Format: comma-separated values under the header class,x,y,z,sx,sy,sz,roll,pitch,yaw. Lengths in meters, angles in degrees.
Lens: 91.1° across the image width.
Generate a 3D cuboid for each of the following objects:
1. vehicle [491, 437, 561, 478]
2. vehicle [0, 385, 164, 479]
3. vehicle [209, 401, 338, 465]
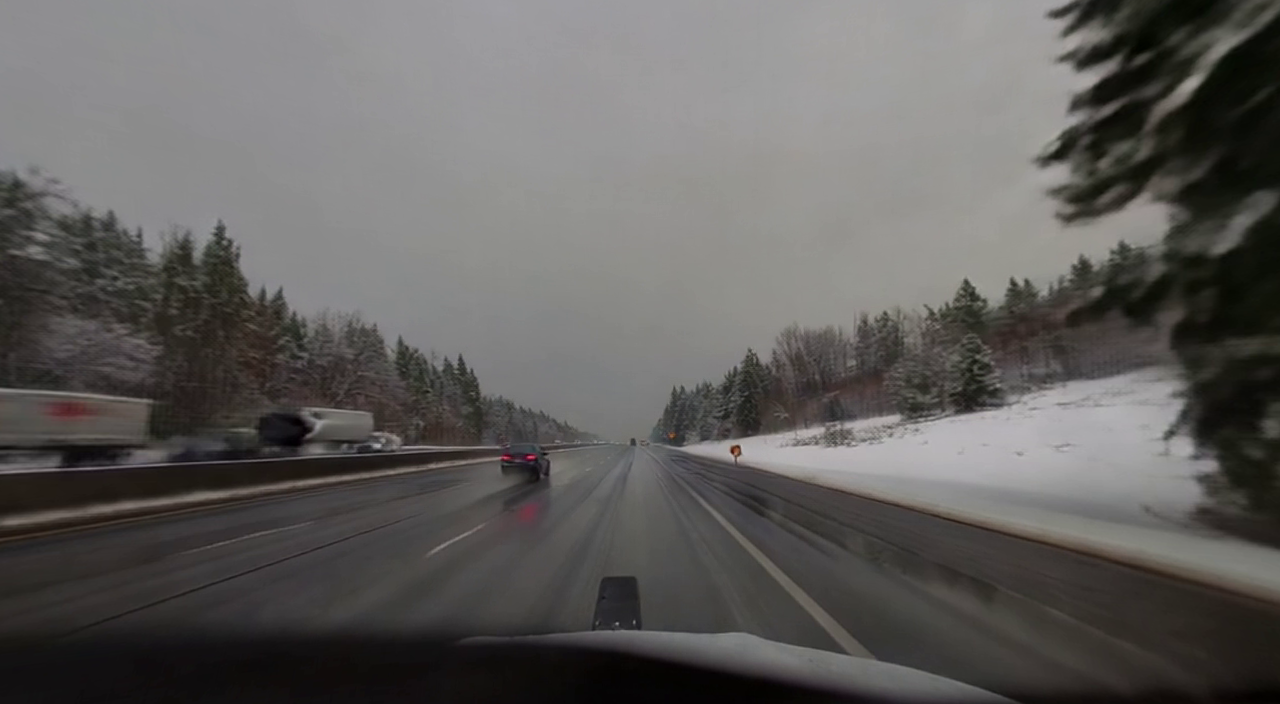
class,x,y,z,sx,sy,sz,roll,pitch,yaw
vehicle,-4.564,4.264,25.801,2.004,1.497,4.260,0,-8,1
vehicle,-29.127,3.740,29.357,2.892,4.037,14.067,0,-8,0
vehicle,-25.390,5.742,44.439,3.011,3.956,10.117,0,-8,0
